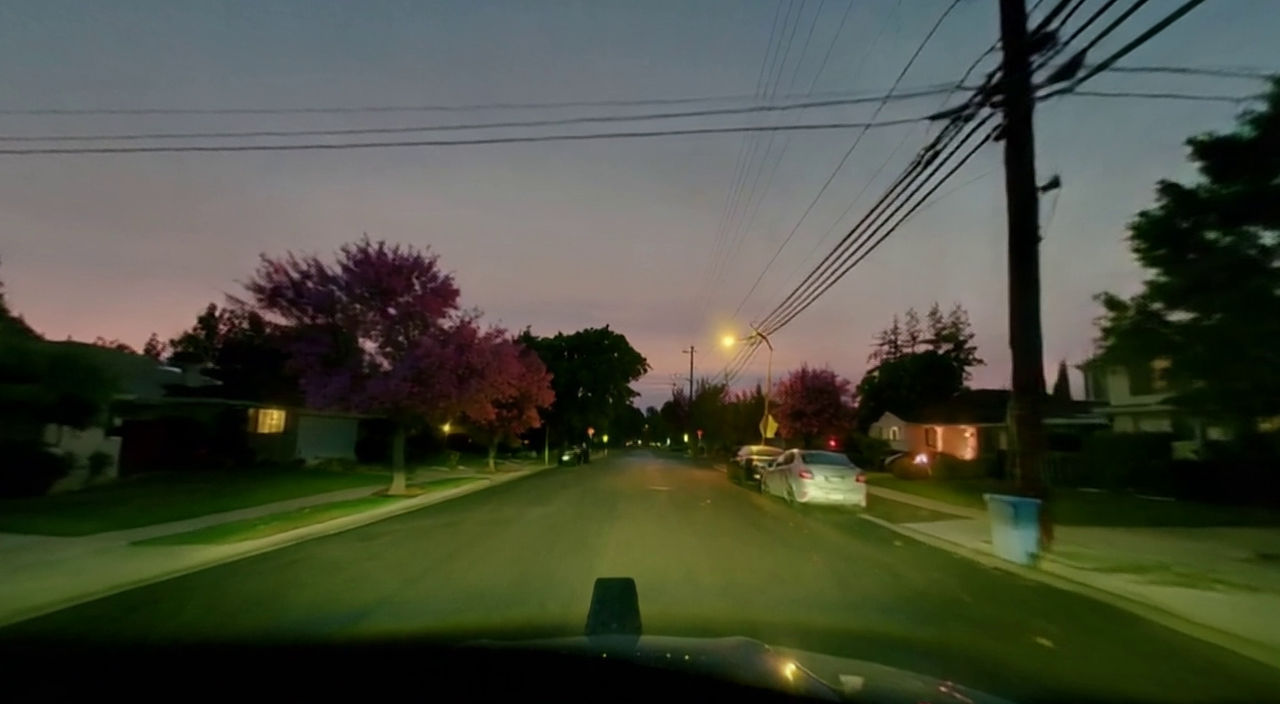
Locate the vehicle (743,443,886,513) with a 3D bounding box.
[{"bbox_3d":[4.171,3.077,16.066,2.006,1.489,4.753,1,-8,-4],"label":"vehicle"}]

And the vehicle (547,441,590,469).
[{"bbox_3d":[-4.274,6.235,38.534,1.938,1.508,4.481,0,-7,2],"label":"vehicle"}]

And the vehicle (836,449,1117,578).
[{"bbox_3d":[5.233,2.216,9.599,4.526,1.449,2.075,7,-11,-39],"label":"vehicle"}]
